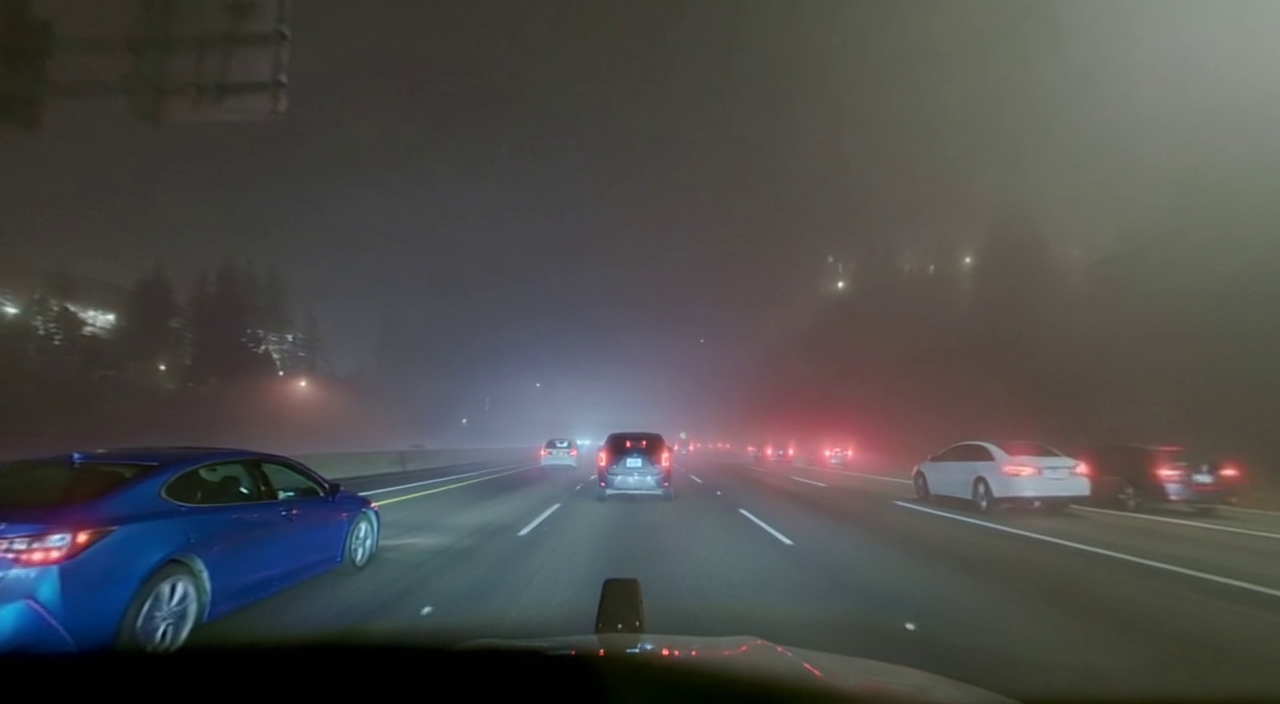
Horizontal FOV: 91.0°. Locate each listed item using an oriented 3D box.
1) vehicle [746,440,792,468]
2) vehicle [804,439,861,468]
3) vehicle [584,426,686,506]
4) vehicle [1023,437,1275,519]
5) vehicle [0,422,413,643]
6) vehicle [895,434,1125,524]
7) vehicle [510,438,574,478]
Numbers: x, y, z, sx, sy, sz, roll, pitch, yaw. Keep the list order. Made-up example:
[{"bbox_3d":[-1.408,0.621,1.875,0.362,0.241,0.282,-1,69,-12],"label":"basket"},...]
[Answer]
[{"bbox_3d":[7.493,5.947,36.765,1.880,1.526,3.641,1,-9,0],"label":"vehicle"},{"bbox_3d":[11.592,6.127,38.262,1.992,1.625,4.359,1,-9,-1],"label":"vehicle"},{"bbox_3d":[-0.083,2.775,15.647,2.181,1.697,4.021,0,-9,1],"label":"vehicle"},{"bbox_3d":[11.035,2.730,14.209,2.008,1.516,4.385,0,-9,0],"label":"vehicle"},{"bbox_3d":[-4.178,1.566,6.563,1.974,1.478,4.412,0,-9,0],"label":"vehicle"},{"bbox_3d":[7.375,2.561,13.277,2.049,1.521,4.604,0,-9,0],"label":"vehicle"},{"bbox_3d":[-3.993,4.417,26.384,1.947,1.516,4.295,0,-9,1],"label":"vehicle"}]
